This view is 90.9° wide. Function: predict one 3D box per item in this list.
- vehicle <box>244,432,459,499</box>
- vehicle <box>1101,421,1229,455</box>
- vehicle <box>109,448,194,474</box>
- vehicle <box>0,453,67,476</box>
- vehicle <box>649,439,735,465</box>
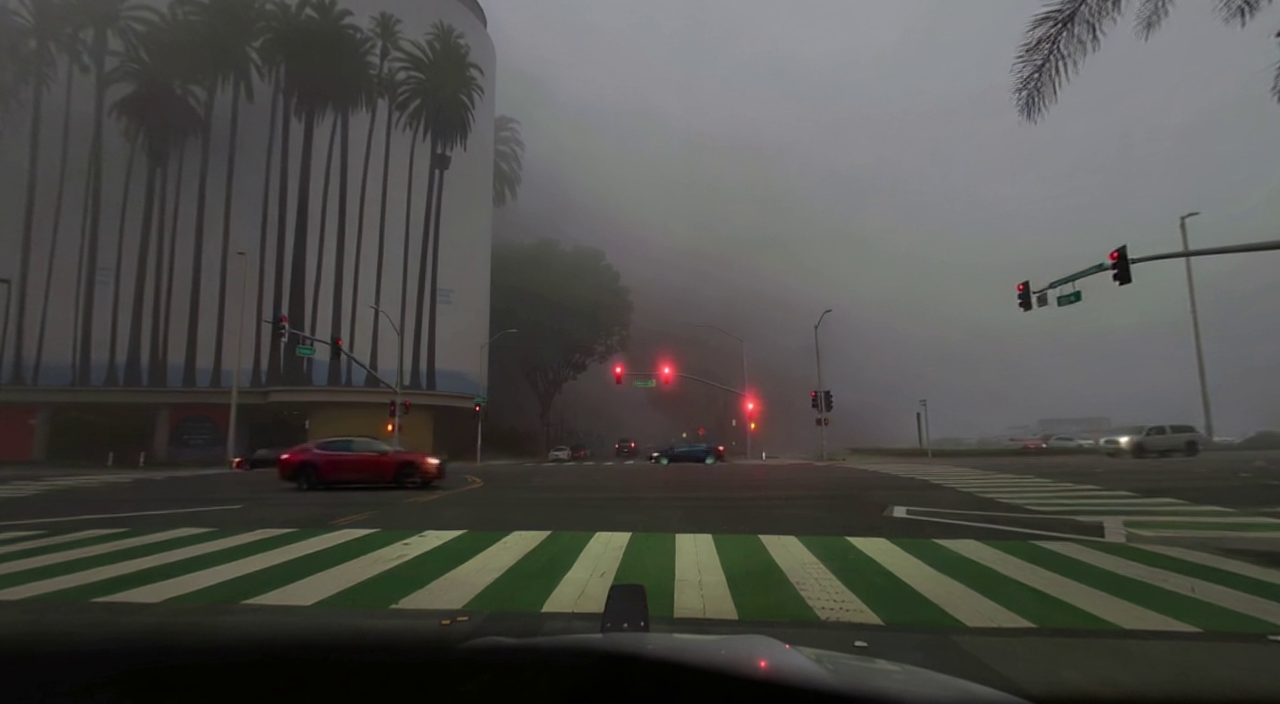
[{"bbox_3d":[-7.703,3.061,17.164,4.875,1.669,1.953,-1,-8,3],"label":"vehicle"},{"bbox_3d":[30.588,5.049,36.839,5.477,1.880,2.125,0,-8,1],"label":"vehicle"},{"bbox_3d":[-33.076,7.395,42.765,4.136,1.661,1.857,0,-8,0],"label":"vehicle"},{"bbox_3d":[-41.680,7.612,42.784,3.698,1.508,1.779,0,-8,1],"label":"vehicle"},{"bbox_3d":[2.962,5.842,36.819,4.893,1.458,1.791,0,-8,1],"label":"vehicle"}]
